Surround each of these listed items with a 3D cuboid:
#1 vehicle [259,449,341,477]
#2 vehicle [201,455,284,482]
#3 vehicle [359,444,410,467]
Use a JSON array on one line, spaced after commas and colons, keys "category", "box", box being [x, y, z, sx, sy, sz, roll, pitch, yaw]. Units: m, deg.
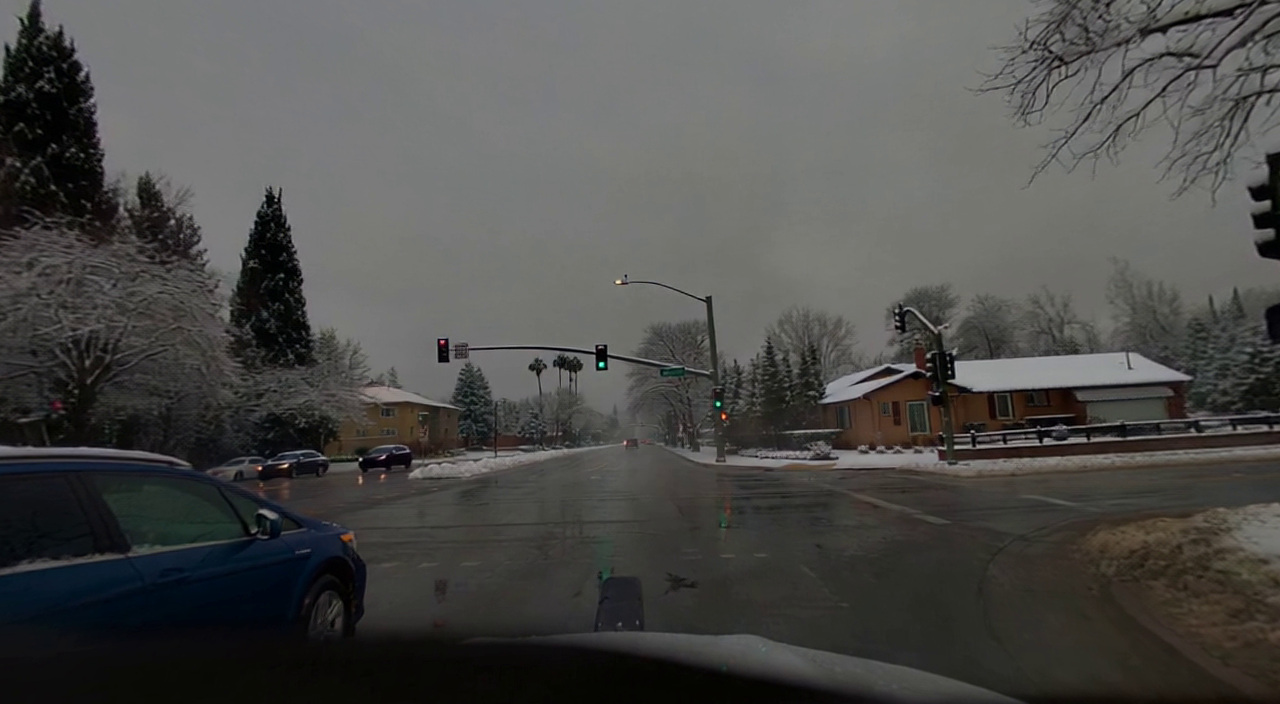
[{"category": "vehicle", "box": [-20.041, 6.521, 37.513, 2.084, 1.528, 4.778, 0, -9, 1]}, {"category": "vehicle", "box": [-24.114, 7.059, 38.562, 2.019, 1.427, 4.630, -1, -9, 2]}, {"category": "vehicle", "box": [-19.871, 8.049, 49.313, 1.929, 1.644, 4.763, 0, -9, 1]}]
